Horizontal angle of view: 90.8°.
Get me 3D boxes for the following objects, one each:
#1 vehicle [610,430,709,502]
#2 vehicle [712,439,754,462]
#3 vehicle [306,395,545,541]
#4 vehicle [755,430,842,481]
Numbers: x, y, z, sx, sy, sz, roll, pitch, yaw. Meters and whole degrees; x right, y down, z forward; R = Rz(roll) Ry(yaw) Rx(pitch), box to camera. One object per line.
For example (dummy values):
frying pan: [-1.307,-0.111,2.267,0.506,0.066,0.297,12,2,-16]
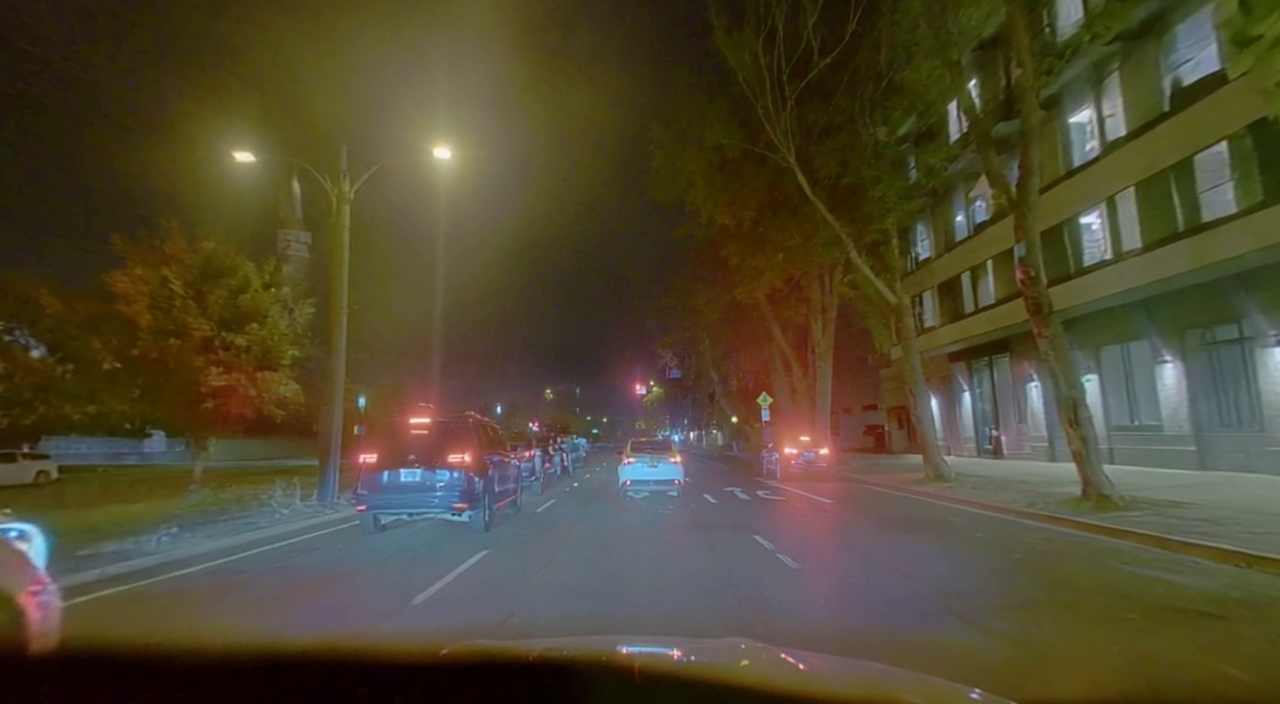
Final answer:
vehicle: [0.353,2.859,16.199,2.201,1.589,3.843,0,-9,-3]
vehicle: [6.346,6.810,43.640,1.986,1.477,4.510,0,-9,-2]
vehicle: [-3.277,1.928,11.006,2.487,1.978,4.628,0,-9,1]
vehicle: [6.418,4.260,26.220,2.300,1.903,4.579,0,-9,-1]
